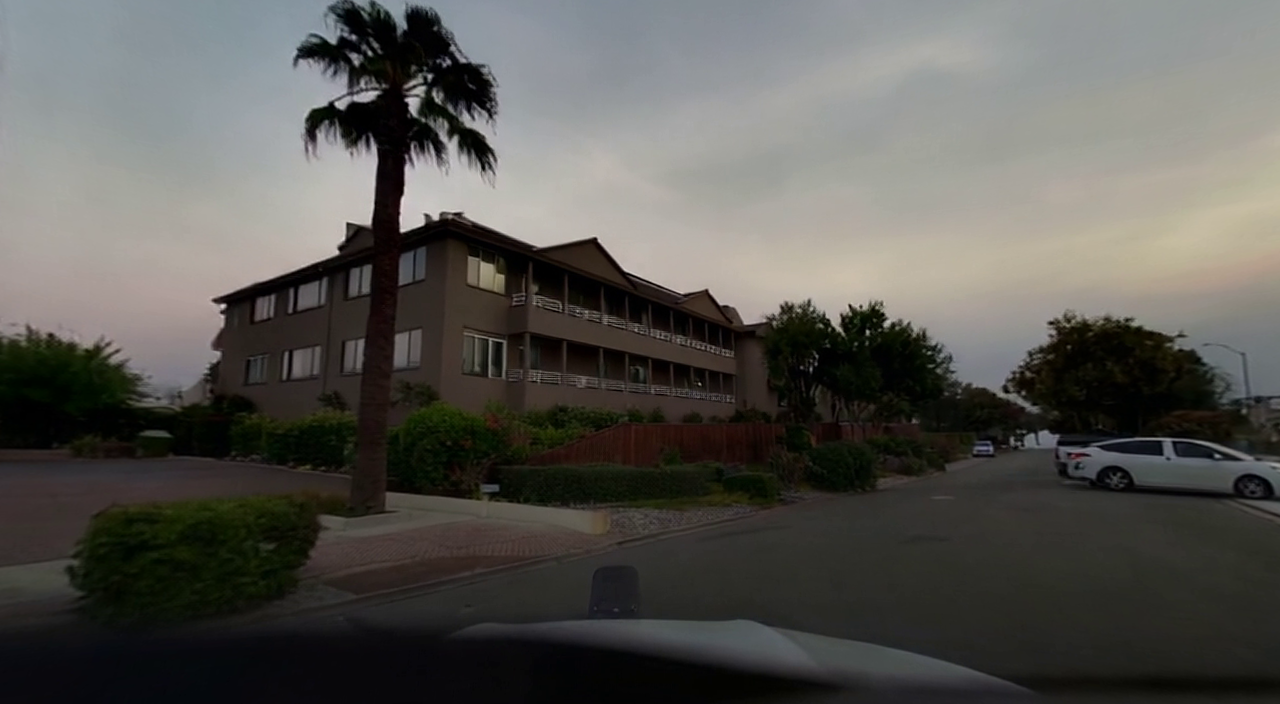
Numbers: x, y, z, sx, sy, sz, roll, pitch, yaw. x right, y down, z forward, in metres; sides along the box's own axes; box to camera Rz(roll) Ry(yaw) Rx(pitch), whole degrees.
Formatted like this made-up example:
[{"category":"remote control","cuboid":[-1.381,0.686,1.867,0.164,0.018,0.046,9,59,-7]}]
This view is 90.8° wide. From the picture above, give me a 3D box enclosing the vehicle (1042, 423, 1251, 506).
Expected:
[{"category":"vehicle","cuboid":[18.844,4.133,24.065,5.872,2.468,2.864,-1,-8,33]}]
